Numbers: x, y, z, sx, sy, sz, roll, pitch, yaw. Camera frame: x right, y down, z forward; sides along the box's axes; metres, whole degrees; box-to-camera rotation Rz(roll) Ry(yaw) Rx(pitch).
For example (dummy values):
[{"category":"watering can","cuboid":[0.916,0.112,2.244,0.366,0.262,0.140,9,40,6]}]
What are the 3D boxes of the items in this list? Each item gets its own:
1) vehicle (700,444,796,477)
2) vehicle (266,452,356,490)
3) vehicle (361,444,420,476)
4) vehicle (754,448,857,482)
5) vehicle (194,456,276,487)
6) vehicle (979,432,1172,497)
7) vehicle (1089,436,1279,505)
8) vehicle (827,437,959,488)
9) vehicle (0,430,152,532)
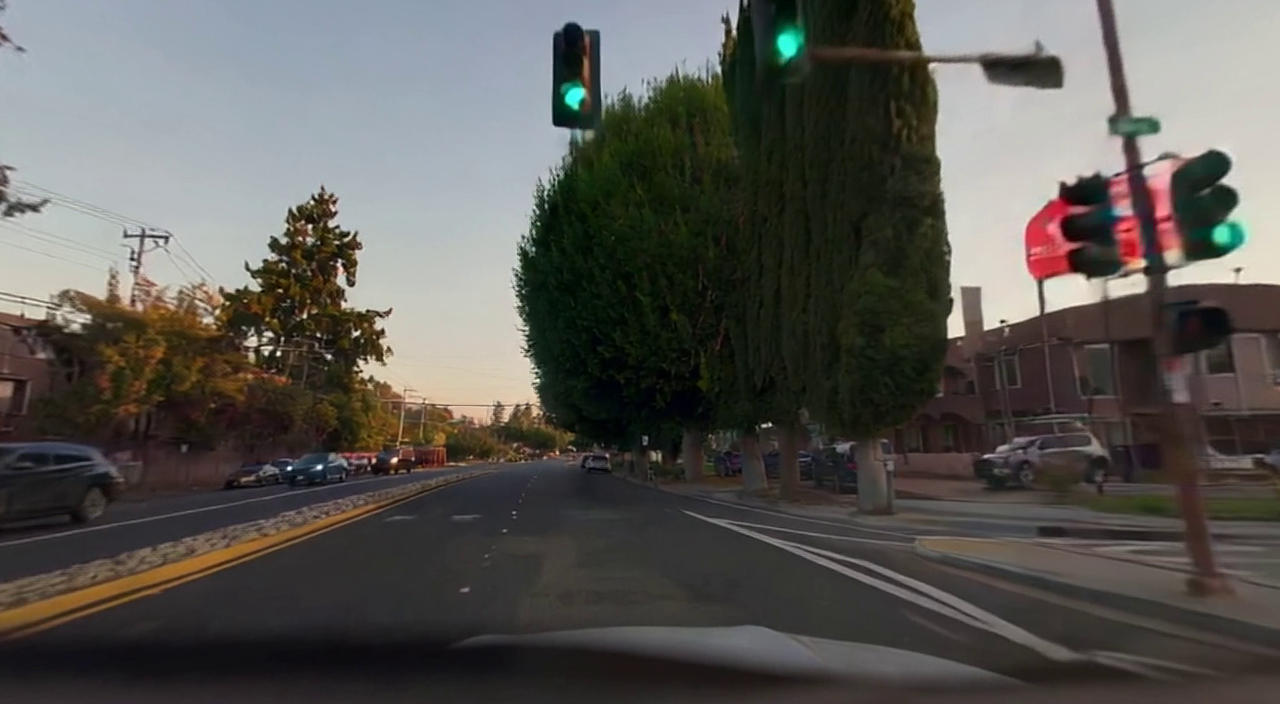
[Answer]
[{"category":"vehicle","cuboid":[6.002,6.018,35.165,4.843,1.748,1.985,1,-9,-11]},{"category":"vehicle","cuboid":[-14.305,5.159,27.716,1.951,1.436,4.624,1,-9,-7]},{"category":"vehicle","cuboid":[-16.738,7.216,42.648,2.228,1.976,5.857,1,-9,-7]},{"category":"vehicle","cuboid":[7.614,5.176,29.118,4.257,1.474,1.751,2,-9,-14]},{"category":"vehicle","cuboid":[-22.406,6.598,35.096,2.019,1.471,4.600,1,-9,-8]},{"category":"vehicle","cuboid":[13.620,3.464,19.759,5.314,1.829,2.018,3,-9,-18]},{"category":"vehicle","cuboid":[14.899,3.108,16.861,4.375,1.685,2.045,1,-9,-9]},{"category":"vehicle","cuboid":[9.619,4.136,23.936,4.669,1.770,1.896,4,-10,-25]},{"category":"vehicle","cuboid":[-12.751,2.540,12.742,2.049,1.817,5.292,1,-9,-8]}]
